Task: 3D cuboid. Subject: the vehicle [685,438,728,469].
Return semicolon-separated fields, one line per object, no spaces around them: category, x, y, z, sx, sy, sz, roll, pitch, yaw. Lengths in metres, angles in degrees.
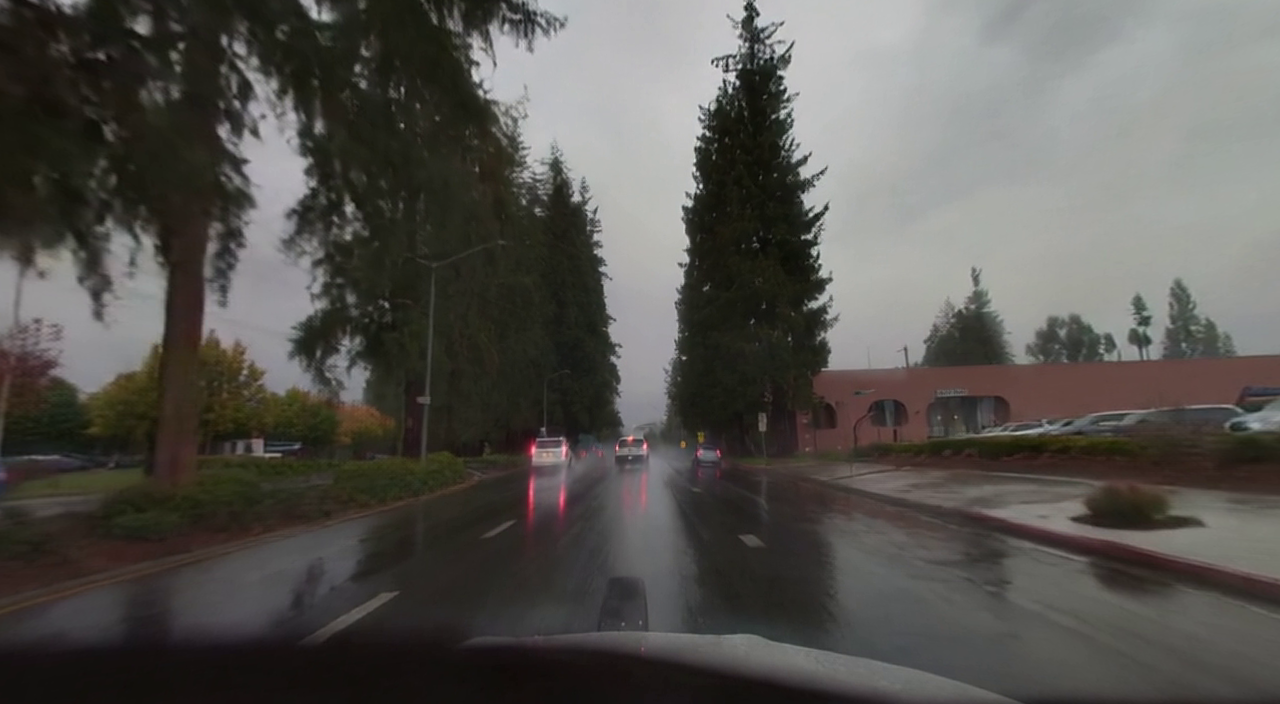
vehicle;3.589;5.557;34.712;1.847;1.554;4.052;0;-8;-1

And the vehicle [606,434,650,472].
vehicle;-0.536;4.910;30.762;2.022;1.700;4.084;0;-8;0

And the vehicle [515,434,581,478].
vehicle;-3.791;4.345;26.670;2.047;1.710;4.314;0;-8;1

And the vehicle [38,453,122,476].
vehicle;-41.665;8.446;47.104;1.761;1.433;4.631;-4;-13;5
